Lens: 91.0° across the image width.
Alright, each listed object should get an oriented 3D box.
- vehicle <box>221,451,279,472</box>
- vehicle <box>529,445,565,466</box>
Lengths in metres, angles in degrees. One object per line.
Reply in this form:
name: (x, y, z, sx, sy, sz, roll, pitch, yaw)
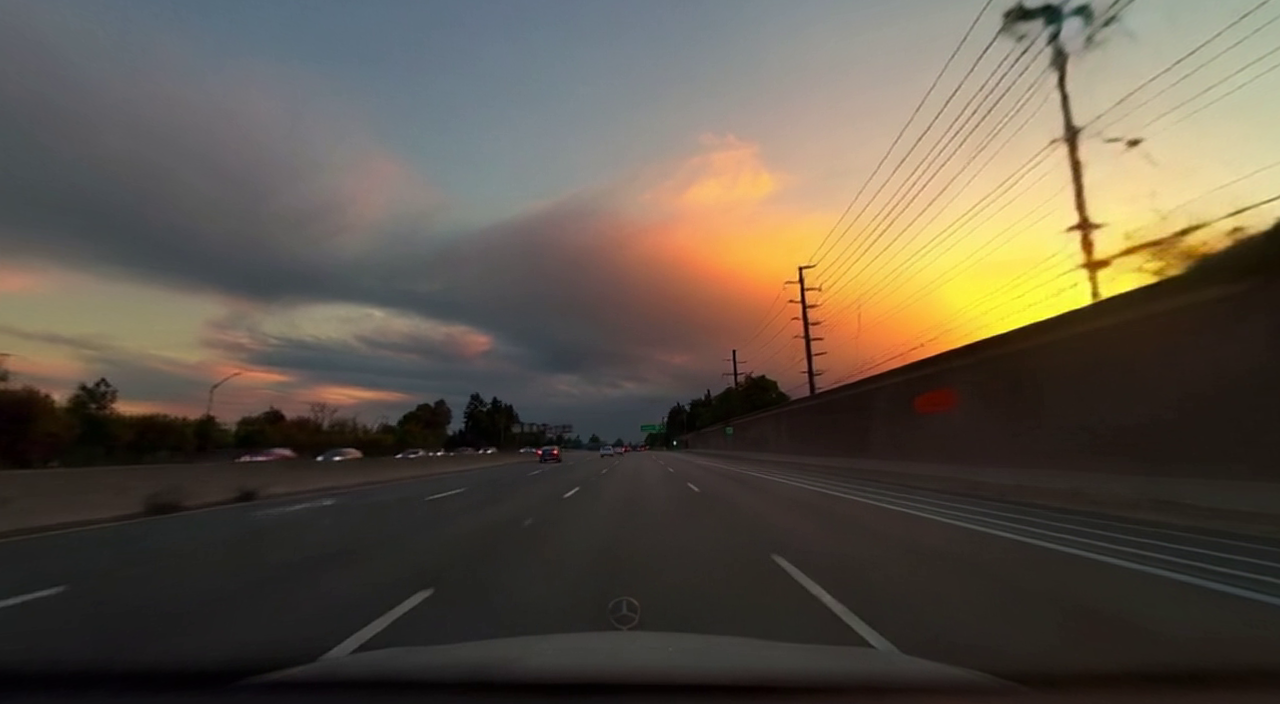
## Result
vehicle: (-30.531, 8.538, 49.399, 1.825, 1.542, 4.241, 0, -9, -1)
vehicle: (-7.102, 7.953, 48.580, 2.034, 1.563, 4.476, 0, -9, 0)
